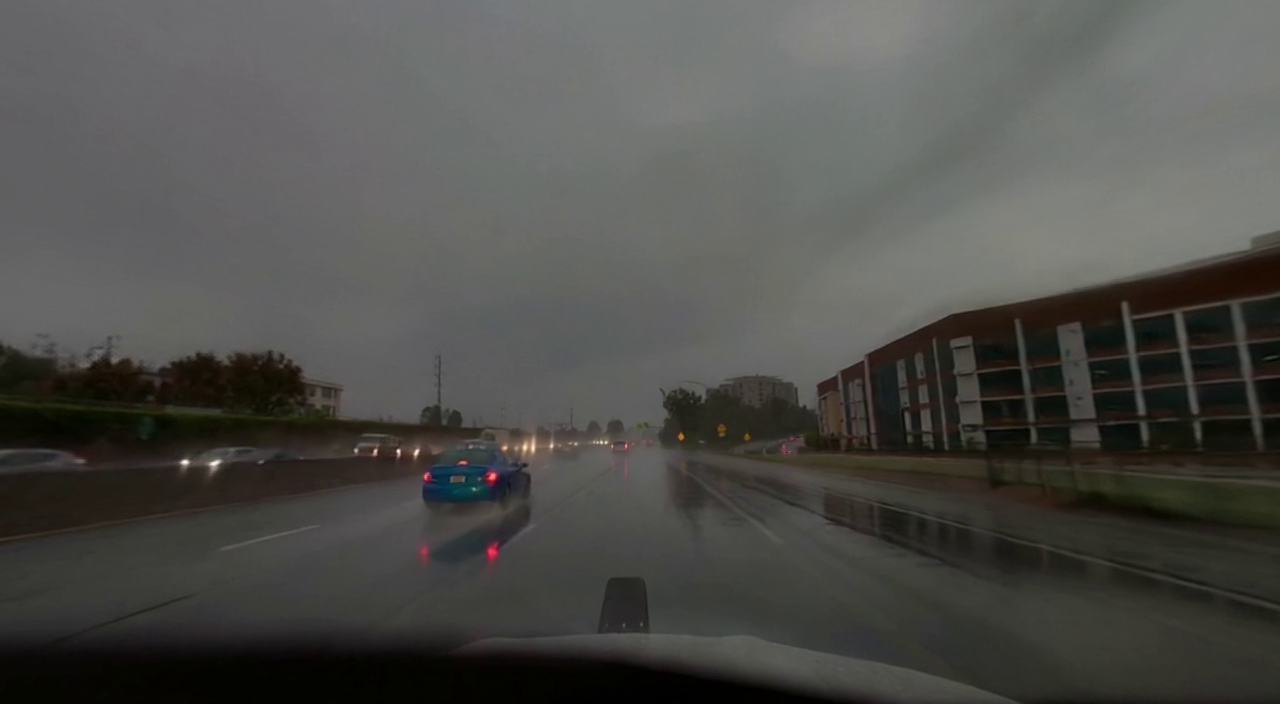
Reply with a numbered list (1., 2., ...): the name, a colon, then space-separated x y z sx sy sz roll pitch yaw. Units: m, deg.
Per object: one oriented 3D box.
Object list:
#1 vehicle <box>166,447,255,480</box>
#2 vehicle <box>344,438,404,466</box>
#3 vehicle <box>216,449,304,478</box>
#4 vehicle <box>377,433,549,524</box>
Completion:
1. vehicle: -24.261 6.281 35.854 1.962 1.683 4.387 0 -8 0
2. vehicle: -20.847 7.833 49.699 2.160 2.020 5.622 0 -8 1
3. vehicle: -21.162 6.204 35.367 1.898 1.481 4.682 0 -8 1
4. vehicle: -3.475 2.596 13.613 2.144 1.565 4.951 0 -8 2
